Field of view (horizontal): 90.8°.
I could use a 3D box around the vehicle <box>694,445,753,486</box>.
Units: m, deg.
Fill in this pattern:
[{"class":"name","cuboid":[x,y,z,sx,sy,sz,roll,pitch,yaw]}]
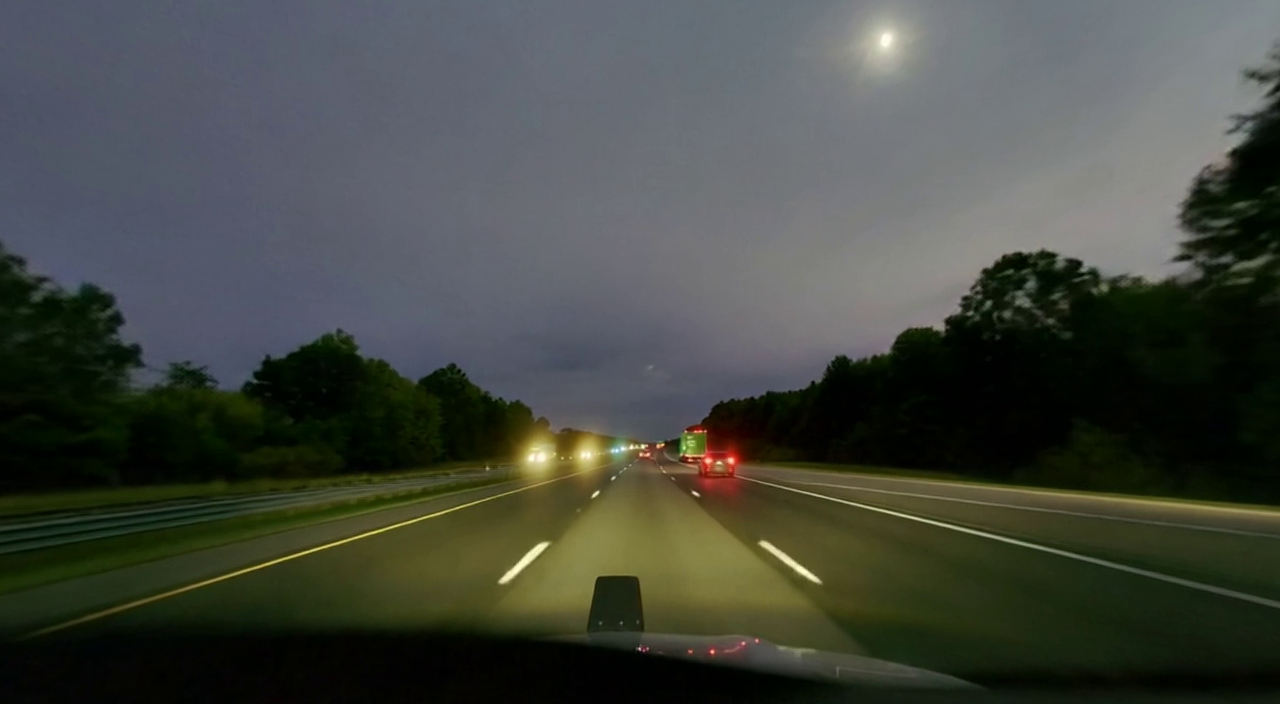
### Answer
[{"class":"vehicle","cuboid":[3.577,4.927,27.673,2.019,1.601,3.953,0,-9,-1]}]
